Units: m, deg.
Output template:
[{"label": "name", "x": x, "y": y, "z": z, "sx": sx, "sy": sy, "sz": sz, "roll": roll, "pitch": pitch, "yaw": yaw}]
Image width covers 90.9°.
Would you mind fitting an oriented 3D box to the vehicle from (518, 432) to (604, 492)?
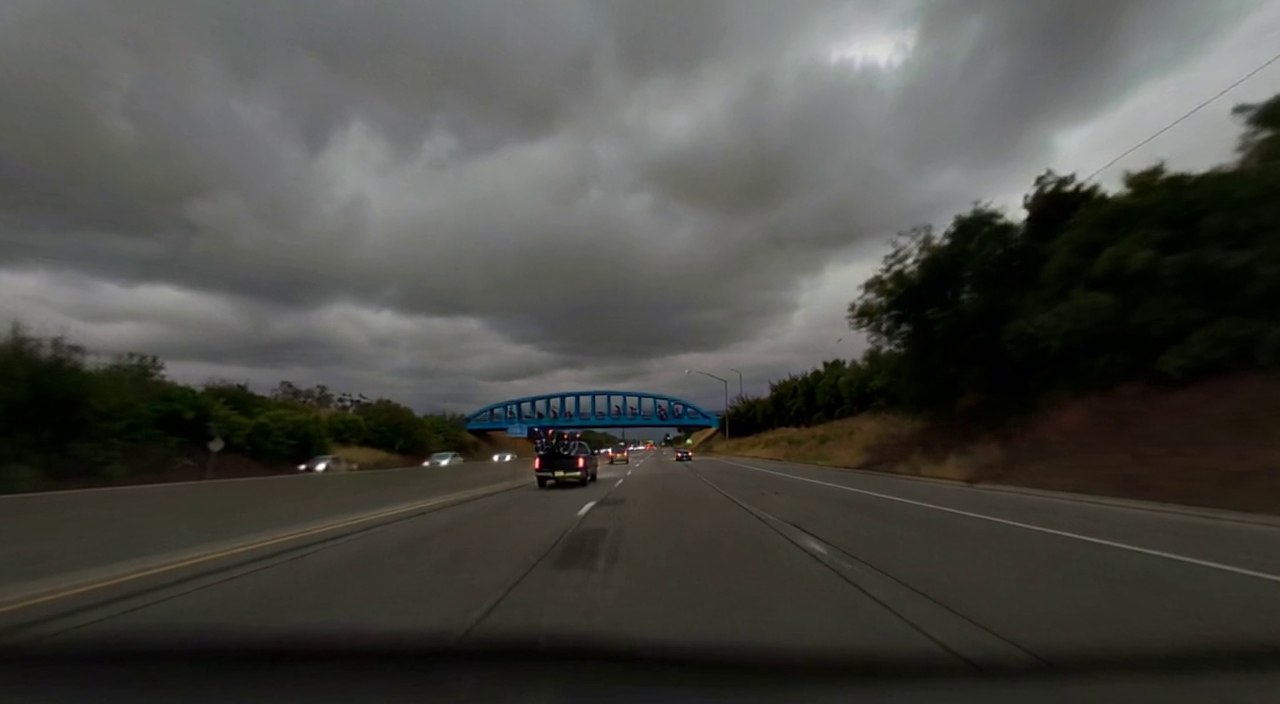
[{"label": "vehicle", "x": -2.770, "y": 4.043, "z": 23.507, "sx": 2.369, "sy": 1.948, "sz": 5.343, "roll": 0, "pitch": -9, "yaw": 2}]
